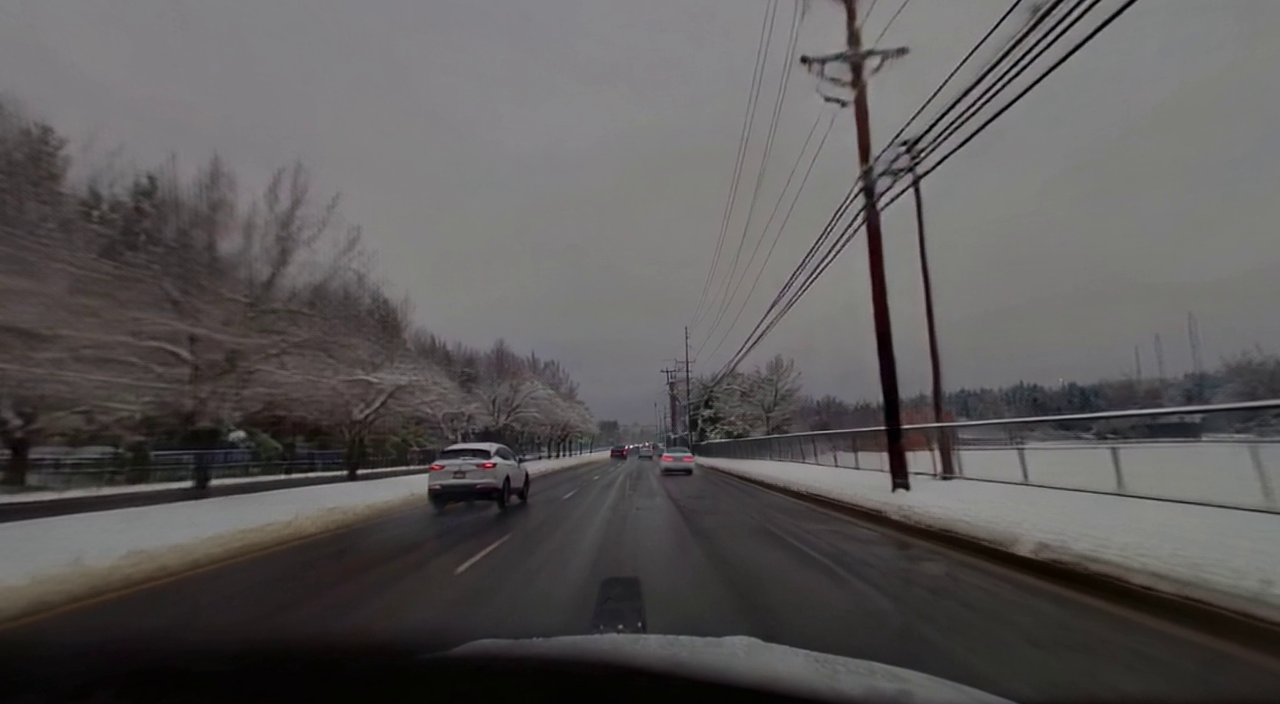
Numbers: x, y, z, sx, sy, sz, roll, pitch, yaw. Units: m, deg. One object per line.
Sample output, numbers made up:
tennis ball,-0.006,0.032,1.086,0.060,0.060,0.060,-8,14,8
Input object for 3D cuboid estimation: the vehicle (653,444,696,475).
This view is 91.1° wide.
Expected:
vehicle,1.709,5.517,32.524,2.059,1.486,3.980,0,-8,1

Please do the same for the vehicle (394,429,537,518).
vehicle,-3.754,2.681,14.426,1.950,1.692,4.397,0,-8,1
